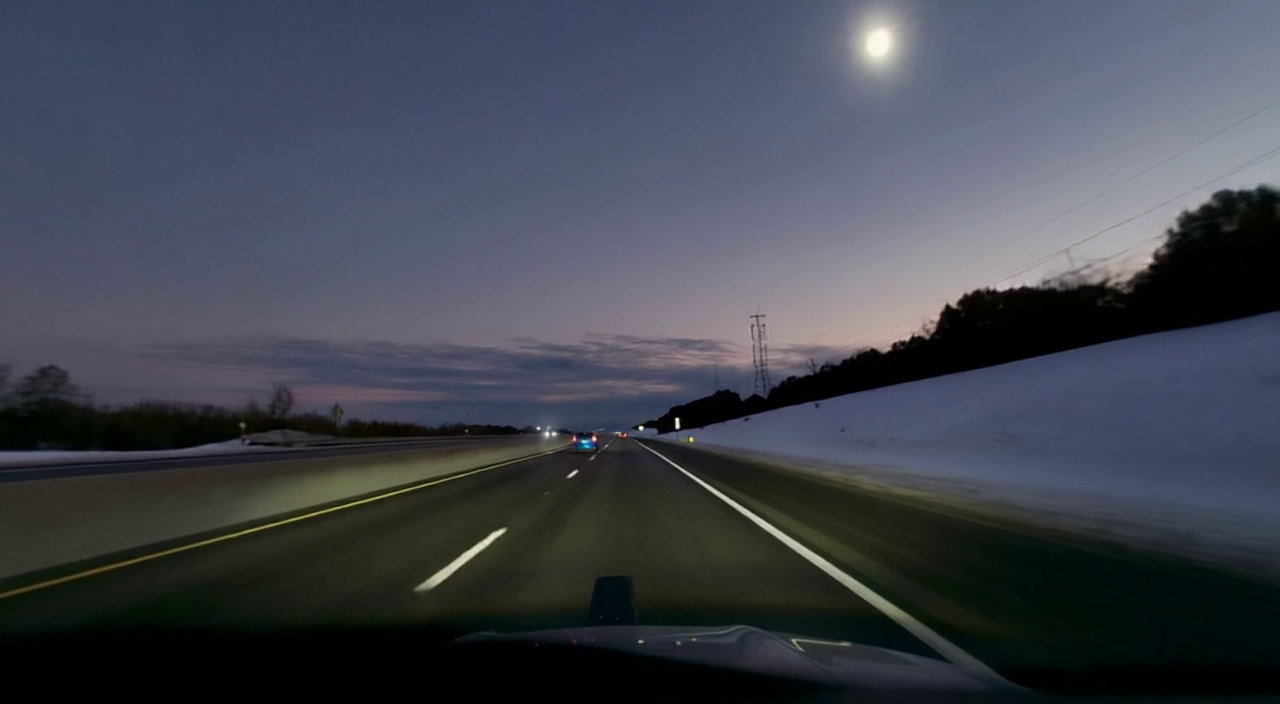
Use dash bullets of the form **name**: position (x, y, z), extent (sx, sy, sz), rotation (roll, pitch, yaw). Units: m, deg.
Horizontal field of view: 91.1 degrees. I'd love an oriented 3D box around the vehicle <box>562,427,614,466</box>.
- **vehicle**: position (-2.163, 4.081, 27.264), extent (1.999, 1.536, 3.969), rotation (0, -8, -1)
